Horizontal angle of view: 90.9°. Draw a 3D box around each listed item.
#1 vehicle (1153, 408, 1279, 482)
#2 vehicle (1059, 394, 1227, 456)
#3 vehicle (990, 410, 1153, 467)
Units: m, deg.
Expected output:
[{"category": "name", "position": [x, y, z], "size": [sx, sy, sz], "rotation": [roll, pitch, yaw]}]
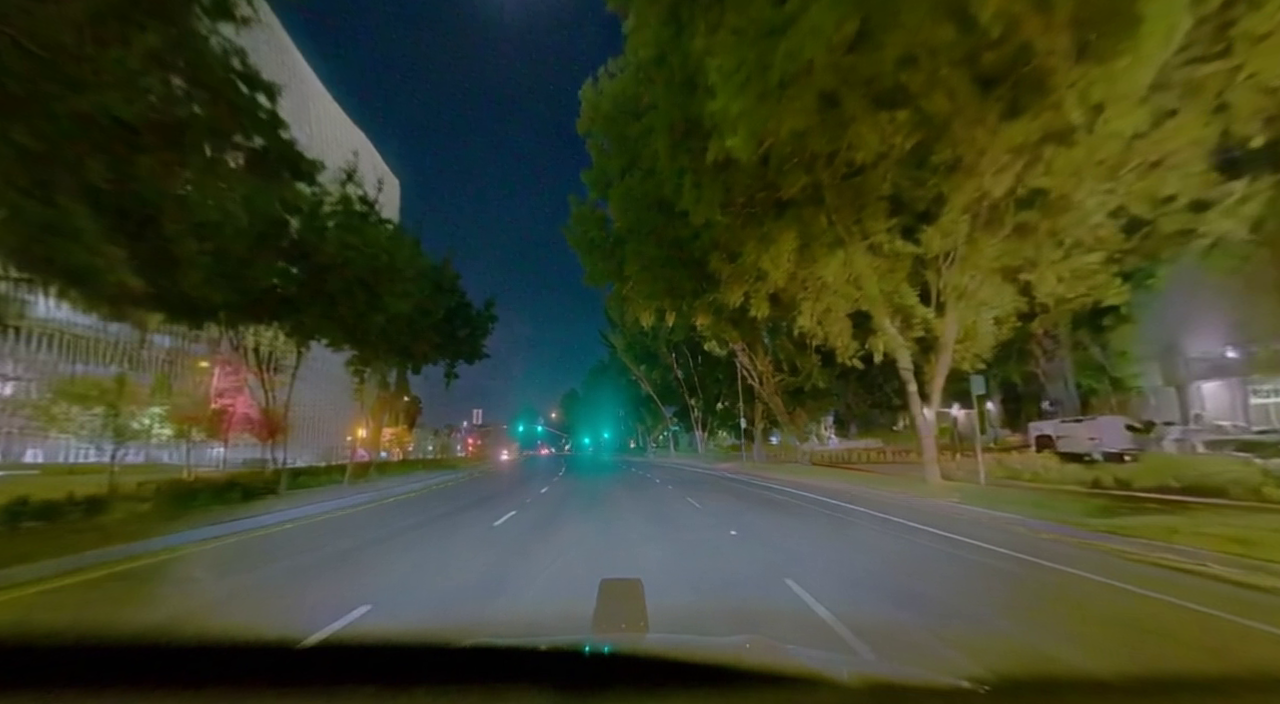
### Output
[{"category": "vehicle", "position": [15.157, 2.160, 14.784], "size": [4.587, 1.553, 2.083], "rotation": [1, -8, -6]}, {"category": "vehicle", "position": [14.994, 2.221, 18.907], "size": [3.595, 1.749, 1.726], "rotation": [1, -8, -5]}, {"category": "vehicle", "position": [14.296, 2.862, 21.004], "size": [4.105, 1.705, 1.995], "rotation": [0, -8, -9]}]
